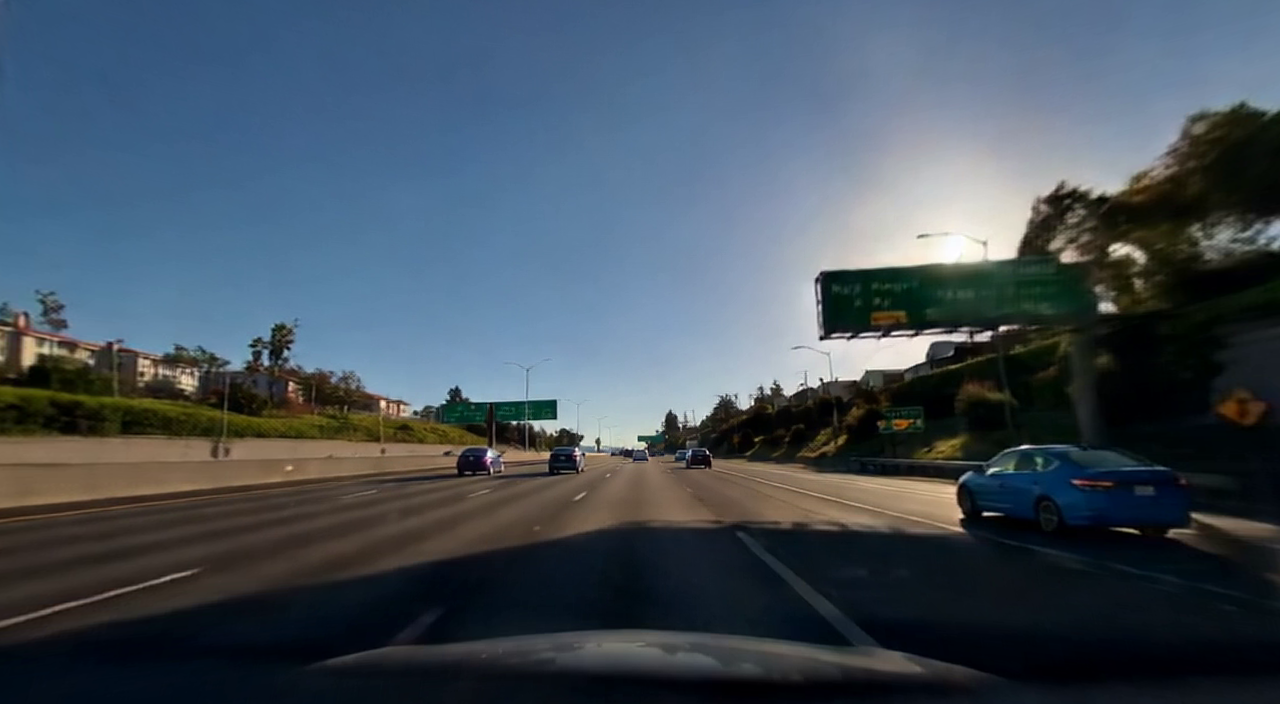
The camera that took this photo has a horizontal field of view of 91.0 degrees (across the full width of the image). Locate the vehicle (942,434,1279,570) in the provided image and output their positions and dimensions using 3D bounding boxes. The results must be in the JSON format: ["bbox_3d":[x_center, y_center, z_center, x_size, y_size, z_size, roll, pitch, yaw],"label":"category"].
[{"bbox_3d":[6.795,2.124,9.787,1.981,1.587,4.519,0,-9,0],"label":"vehicle"}]

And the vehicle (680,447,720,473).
[{"bbox_3d":[3.805,6.892,40.535,2.077,1.527,4.553,0,-9,-1],"label":"vehicle"}]

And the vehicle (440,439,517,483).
[{"bbox_3d":[-6.781,4.621,26.997,2.112,1.721,4.381,0,-9,0],"label":"vehicle"}]

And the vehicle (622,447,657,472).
[{"bbox_3d":[-0.021,7.029,41.475,2.166,1.496,4.158,0,-9,0],"label":"vehicle"}]

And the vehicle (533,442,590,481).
[{"bbox_3d":[-3.576,5.068,29.521,2.091,1.664,4.157,0,-9,1],"label":"vehicle"}]
